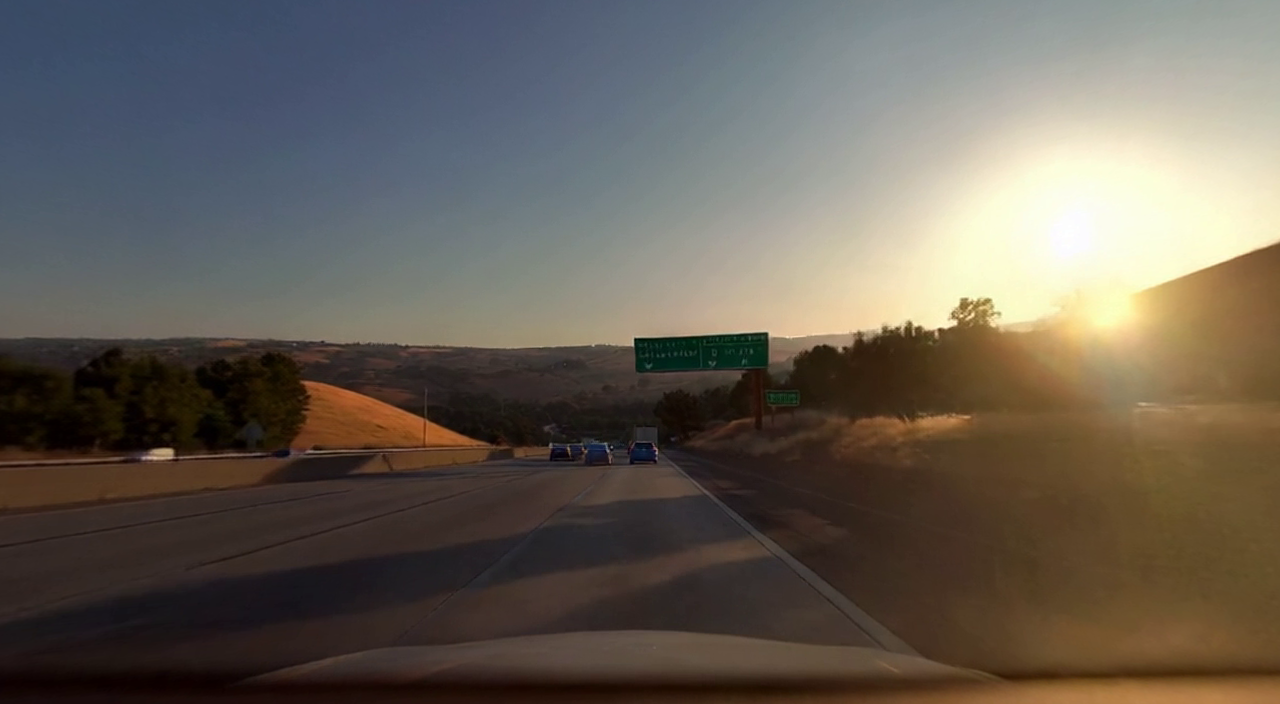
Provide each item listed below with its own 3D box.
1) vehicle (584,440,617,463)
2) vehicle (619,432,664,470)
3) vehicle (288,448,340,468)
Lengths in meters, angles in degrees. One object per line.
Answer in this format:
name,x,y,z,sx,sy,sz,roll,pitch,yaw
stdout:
vehicle,-2.931,7.520,47.817,2.139,1.589,5.102,-1,-8,1
vehicle,0.101,5.398,34.629,2.309,1.915,5.130,0,-8,1
vehicle,-24.343,7.893,47.206,1.826,1.366,3.839,0,-8,0
